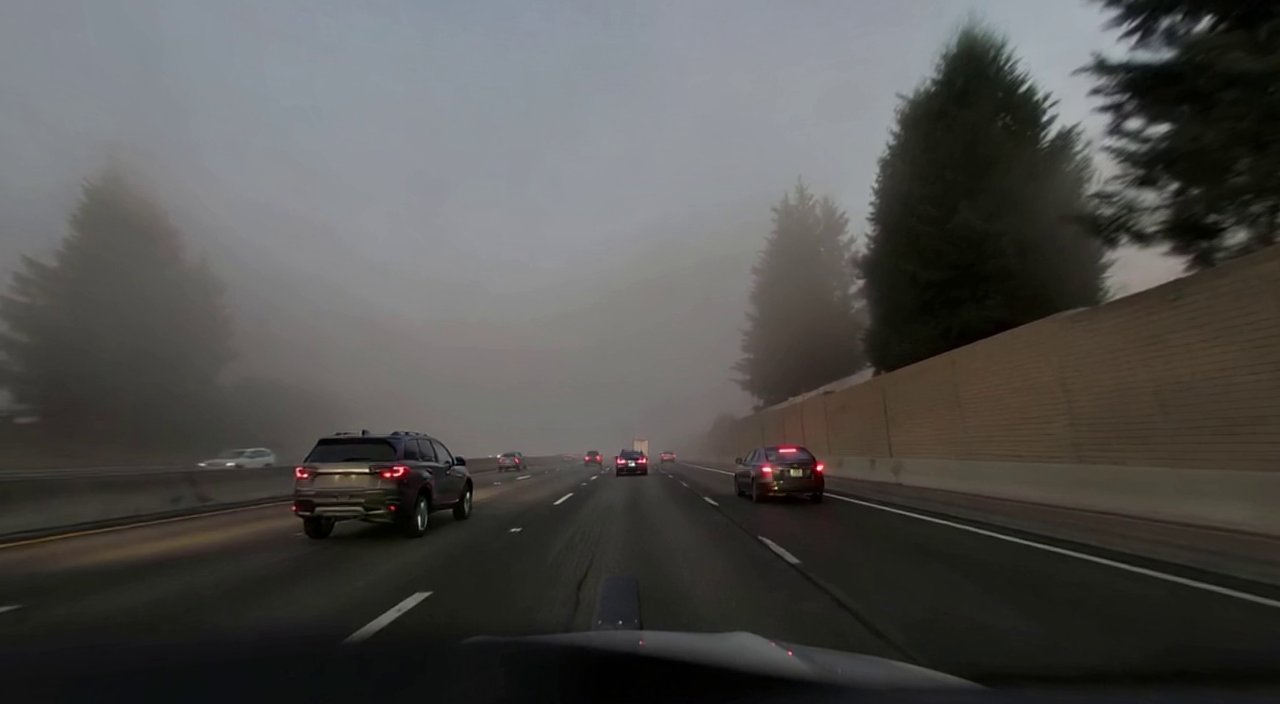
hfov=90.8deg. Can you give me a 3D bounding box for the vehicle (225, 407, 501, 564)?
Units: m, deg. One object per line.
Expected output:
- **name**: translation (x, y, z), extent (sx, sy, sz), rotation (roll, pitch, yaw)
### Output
- **vehicle**: translation (-3.670, 1.856, 9.479), extent (2.121, 1.775, 4.335), rotation (0, -9, 0)

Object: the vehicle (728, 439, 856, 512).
- **vehicle**: translation (3.528, 2.943, 15.630), extent (1.917, 1.507, 4.540), rotation (0, -9, -2)

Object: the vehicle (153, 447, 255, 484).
- **vehicle**: translation (-23.402, 6.084, 34.176), extent (2.084, 1.800, 4.788), rotation (0, -9, 0)

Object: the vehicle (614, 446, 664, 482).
- **vehicle**: translation (-0.090, 4.882, 27.920), extent (2.045, 1.452, 4.040), rotation (0, -8, -1)
